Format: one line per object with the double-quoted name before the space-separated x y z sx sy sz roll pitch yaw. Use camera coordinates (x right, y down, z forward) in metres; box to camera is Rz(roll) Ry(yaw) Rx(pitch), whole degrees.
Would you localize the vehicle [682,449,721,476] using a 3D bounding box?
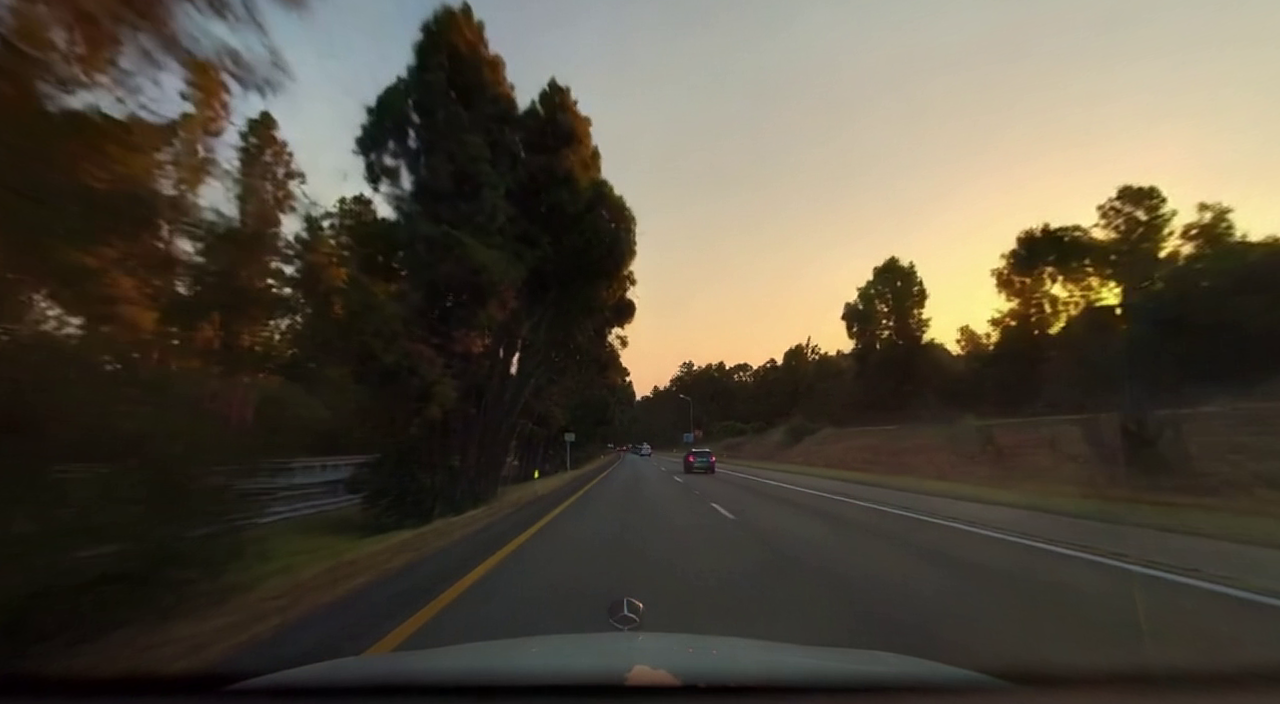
"vehicle" 3.617 6.576 37.781 1.870 1.486 3.858 0 -9 -1
